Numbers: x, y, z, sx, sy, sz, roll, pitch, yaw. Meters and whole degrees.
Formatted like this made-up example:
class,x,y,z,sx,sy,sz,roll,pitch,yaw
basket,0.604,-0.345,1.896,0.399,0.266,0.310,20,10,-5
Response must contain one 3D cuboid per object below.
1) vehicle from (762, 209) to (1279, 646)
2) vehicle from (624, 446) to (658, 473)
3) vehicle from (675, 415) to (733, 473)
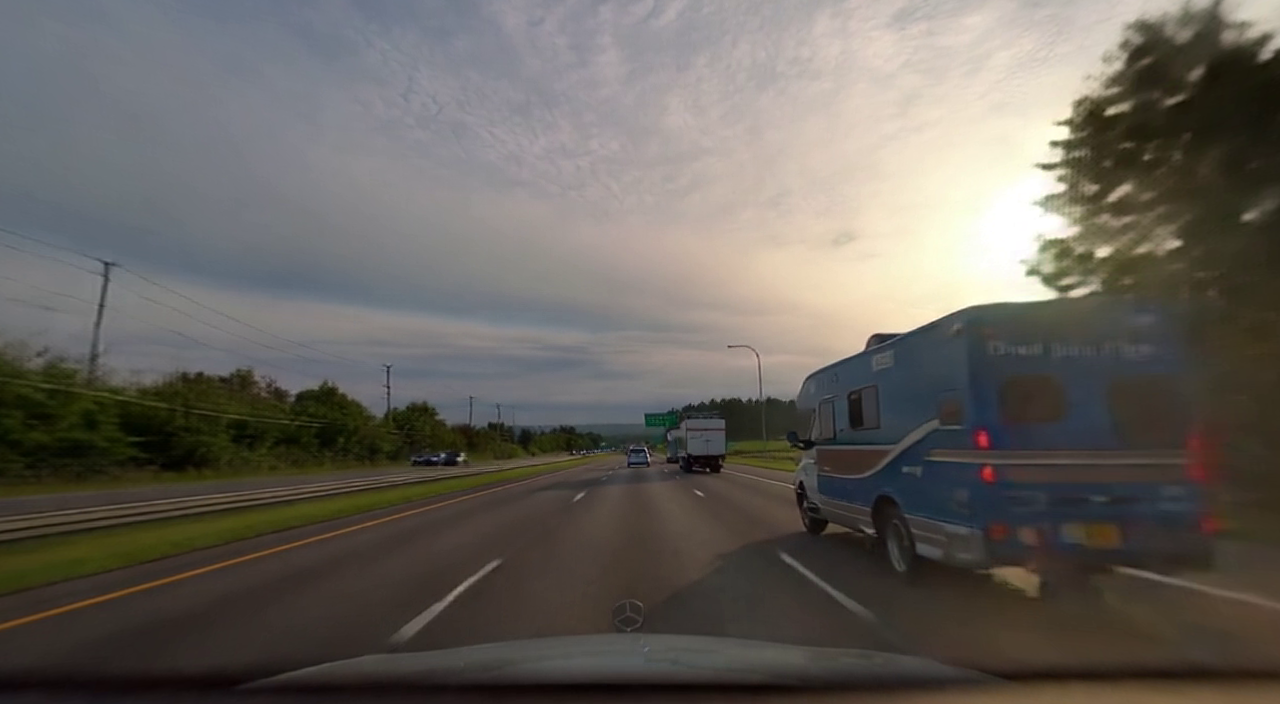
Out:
class,x,y,z,sx,sy,sz,roll,pitch,yaw
vehicle,3.732,1.020,8.003,2.698,3.001,7.323,0,-9,-1
vehicle,0.060,7.039,41.482,2.151,1.678,3.923,0,-9,0
vehicle,4.184,6.313,43.121,2.931,3.530,8.760,0,-9,-1
